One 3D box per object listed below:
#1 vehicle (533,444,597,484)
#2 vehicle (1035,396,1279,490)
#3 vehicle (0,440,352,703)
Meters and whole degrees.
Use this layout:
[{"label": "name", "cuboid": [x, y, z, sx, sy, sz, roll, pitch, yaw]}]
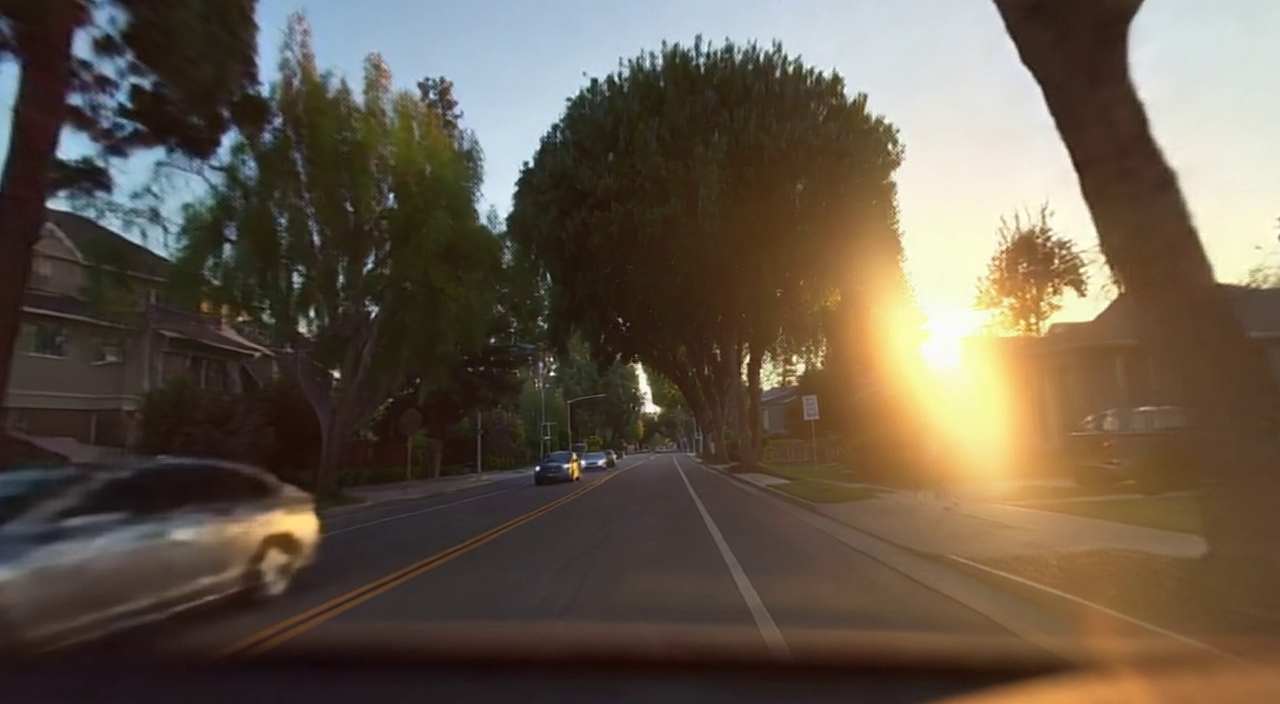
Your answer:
[{"label": "vehicle", "cuboid": [-3.417, 5.209, 29.699, 2.167, 1.691, 4.755, 0, -8, 3]}, {"label": "vehicle", "cuboid": [11.974, 2.038, 14.209, 4.665, 1.944, 2.092, 0, -8, 1]}, {"label": "vehicle", "cuboid": [-4.393, 1.483, 5.157, 1.906, 1.498, 4.222, 0, -8, 3]}]
